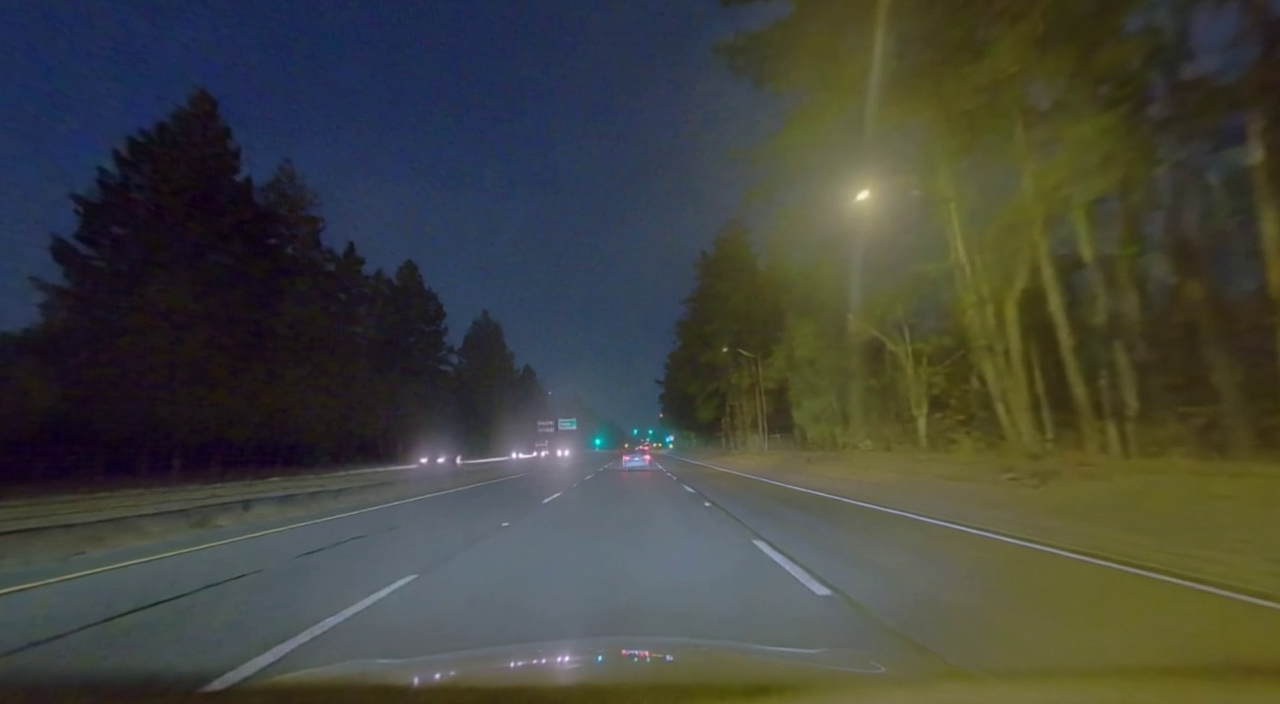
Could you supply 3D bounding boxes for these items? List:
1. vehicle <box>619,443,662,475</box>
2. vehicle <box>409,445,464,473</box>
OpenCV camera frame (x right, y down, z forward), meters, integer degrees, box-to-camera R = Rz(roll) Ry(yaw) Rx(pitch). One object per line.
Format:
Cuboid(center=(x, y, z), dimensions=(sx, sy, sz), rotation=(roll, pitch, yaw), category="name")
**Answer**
Cuboid(center=(-0.004, 5.556, 32.652), dimensions=(2.095, 1.537, 4.017), rotation=(0, -9, -1), category="vehicle")
Cuboid(center=(-13.648, 7.183, 42.283), dimensions=(2.074, 1.695, 4.789), rotation=(0, -9, 0), category="vehicle")
